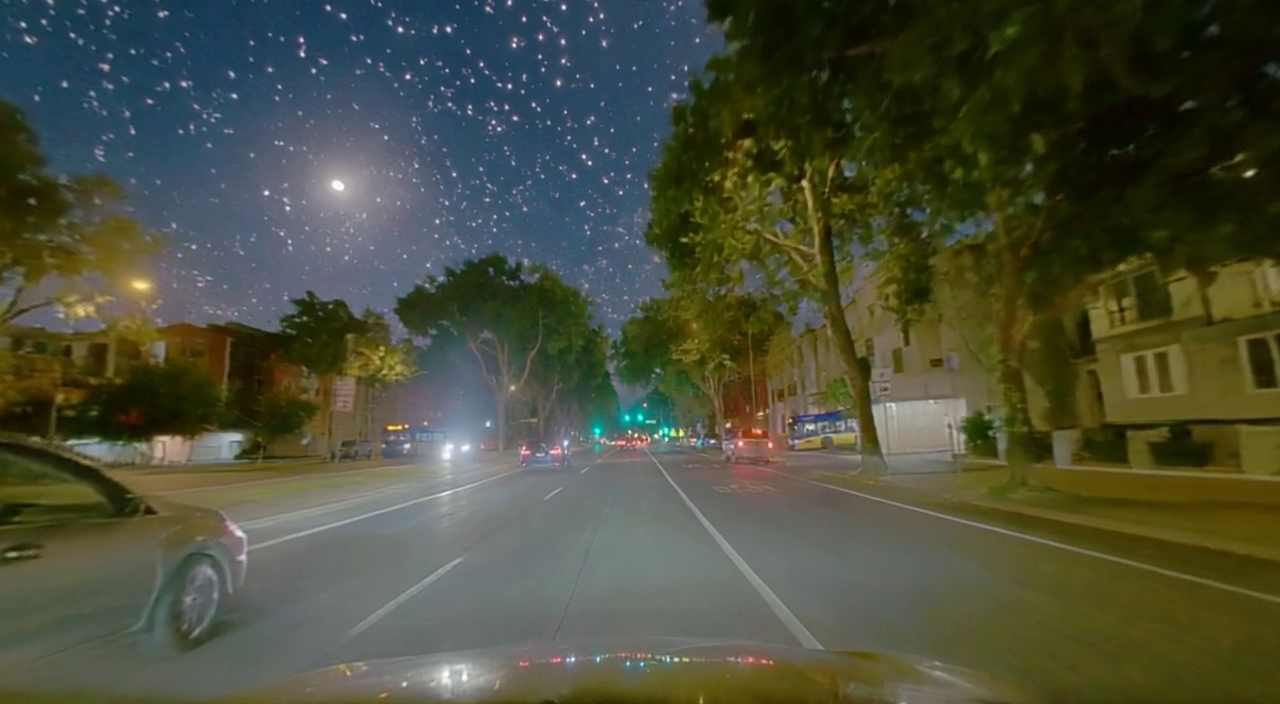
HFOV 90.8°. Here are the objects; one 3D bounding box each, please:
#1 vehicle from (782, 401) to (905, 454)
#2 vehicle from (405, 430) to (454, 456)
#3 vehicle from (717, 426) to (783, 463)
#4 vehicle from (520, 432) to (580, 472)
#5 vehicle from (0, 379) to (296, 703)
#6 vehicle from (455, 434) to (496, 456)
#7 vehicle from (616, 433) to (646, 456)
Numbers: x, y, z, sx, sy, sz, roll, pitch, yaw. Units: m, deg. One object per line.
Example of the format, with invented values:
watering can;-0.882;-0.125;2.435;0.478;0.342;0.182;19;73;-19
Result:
vehicle;14.870;5.534;46.619;7.722;2.908;3.067;-6;-7;-4
vehicle;-15.305;6.673;46.167;1.960;1.809;4.718;0;-8;-1
vehicle;5.919;5.110;34.898;2.390;1.816;6.050;0;-8;-1
vehicle;-3.705;4.200;26.735;1.934;1.522;4.287;0;-8;0
vehicle;-3.618;0.875;2.540;1.995;1.524;4.438;0;-8;-1
vehicle;-11.934;6.813;46.205;1.822;1.549;4.325;0;-9;0
vehicle;-0.643;6.503;44.488;1.999;1.520;3.896;0;-8;-1
